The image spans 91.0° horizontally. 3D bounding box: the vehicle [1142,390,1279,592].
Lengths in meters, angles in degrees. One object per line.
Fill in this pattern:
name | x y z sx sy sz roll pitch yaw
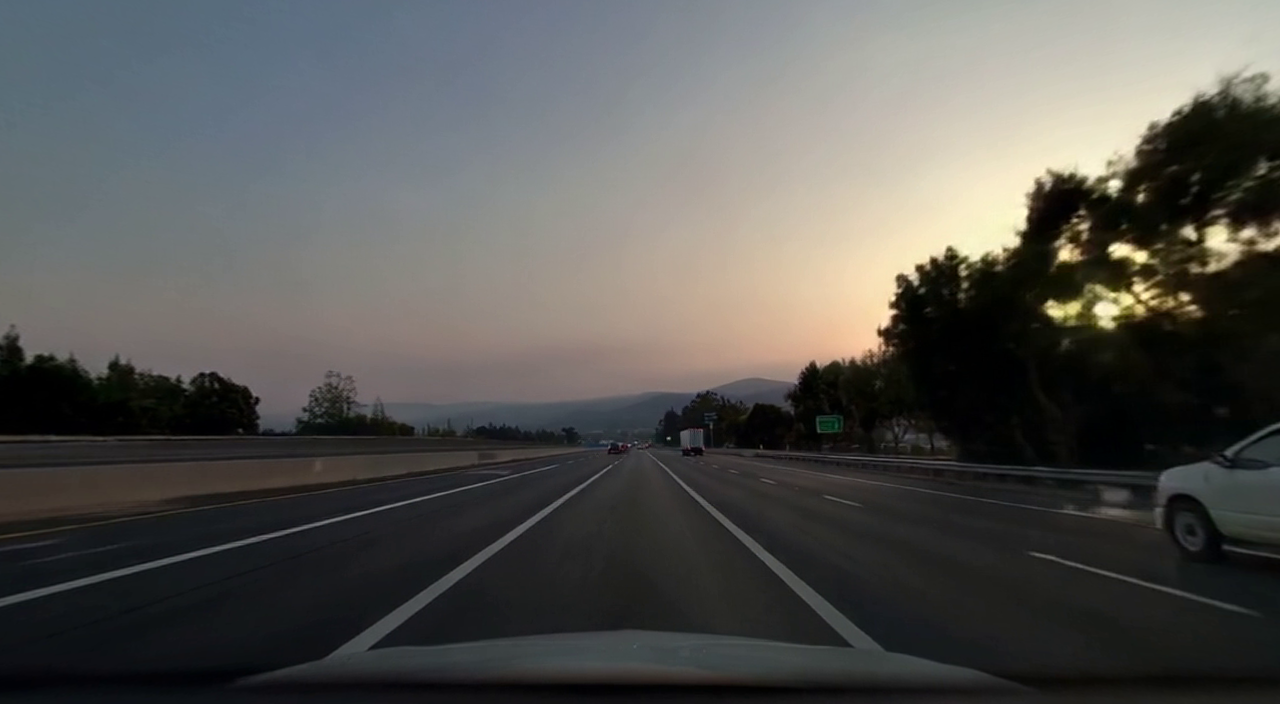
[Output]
vehicle | 6.677 1.087 4.659 2.096 1.767 4.601 0 -9 0
